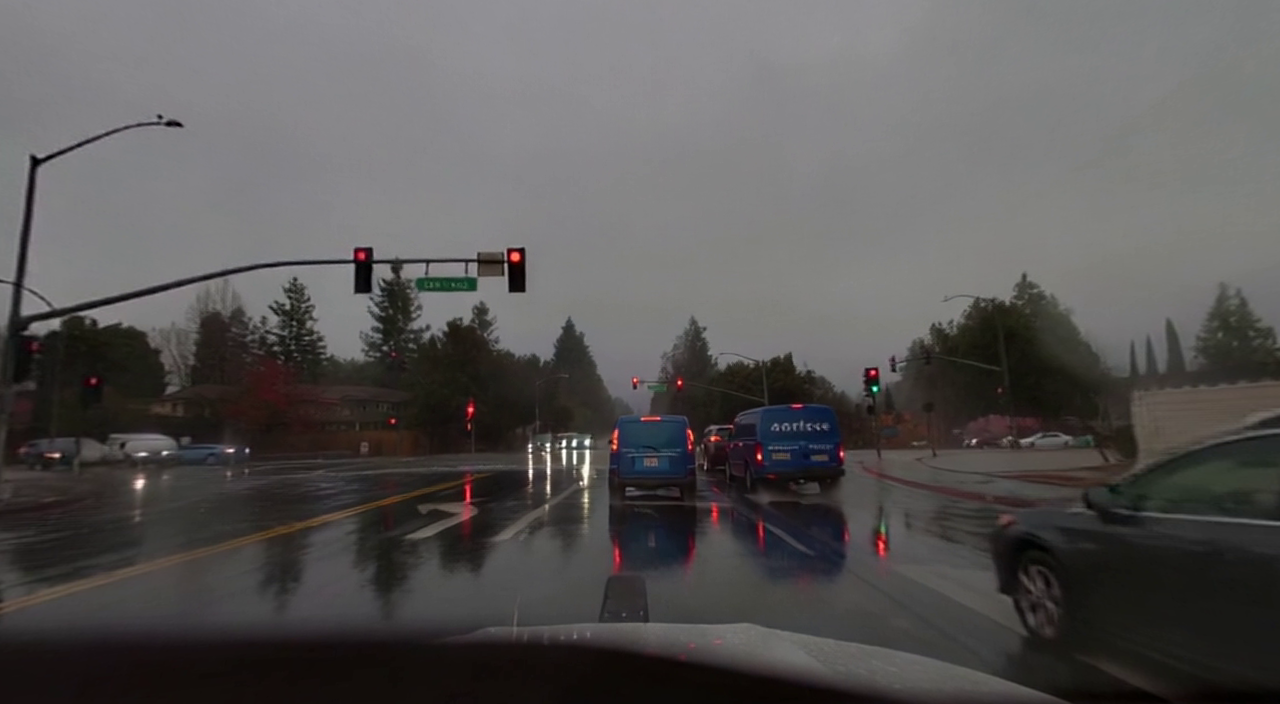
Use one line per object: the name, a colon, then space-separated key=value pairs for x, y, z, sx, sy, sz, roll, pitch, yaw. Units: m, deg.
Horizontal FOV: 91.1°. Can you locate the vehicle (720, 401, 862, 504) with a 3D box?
vehicle: x=3.106 y=2.181 z=13.946 sx=2.059 sy=1.924 sz=4.257 roll=0 pitch=-8 yaw=0

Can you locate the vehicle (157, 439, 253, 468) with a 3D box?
vehicle: x=-25.168 y=5.859 z=36.444 sx=4.073 sy=1.603 sz=1.920 roll=1 pitch=-8 yaw=-8

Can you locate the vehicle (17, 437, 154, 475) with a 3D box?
vehicle: x=-28.330 y=5.320 z=32.233 sx=4.757 sy=1.841 sz=2.121 roll=1 pitch=-8 yaw=-7

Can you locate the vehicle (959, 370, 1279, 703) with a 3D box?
vehicle: x=3.271 y=0.813 z=2.168 sx=1.934 sy=1.506 sz=4.544 roll=0 pitch=-8 yaw=0

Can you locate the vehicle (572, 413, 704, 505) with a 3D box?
vehicle: x=-0.013 y=2.200 z=13.322 sx=2.321 sy=1.624 sz=4.367 roll=0 pitch=-8 yaw=1
